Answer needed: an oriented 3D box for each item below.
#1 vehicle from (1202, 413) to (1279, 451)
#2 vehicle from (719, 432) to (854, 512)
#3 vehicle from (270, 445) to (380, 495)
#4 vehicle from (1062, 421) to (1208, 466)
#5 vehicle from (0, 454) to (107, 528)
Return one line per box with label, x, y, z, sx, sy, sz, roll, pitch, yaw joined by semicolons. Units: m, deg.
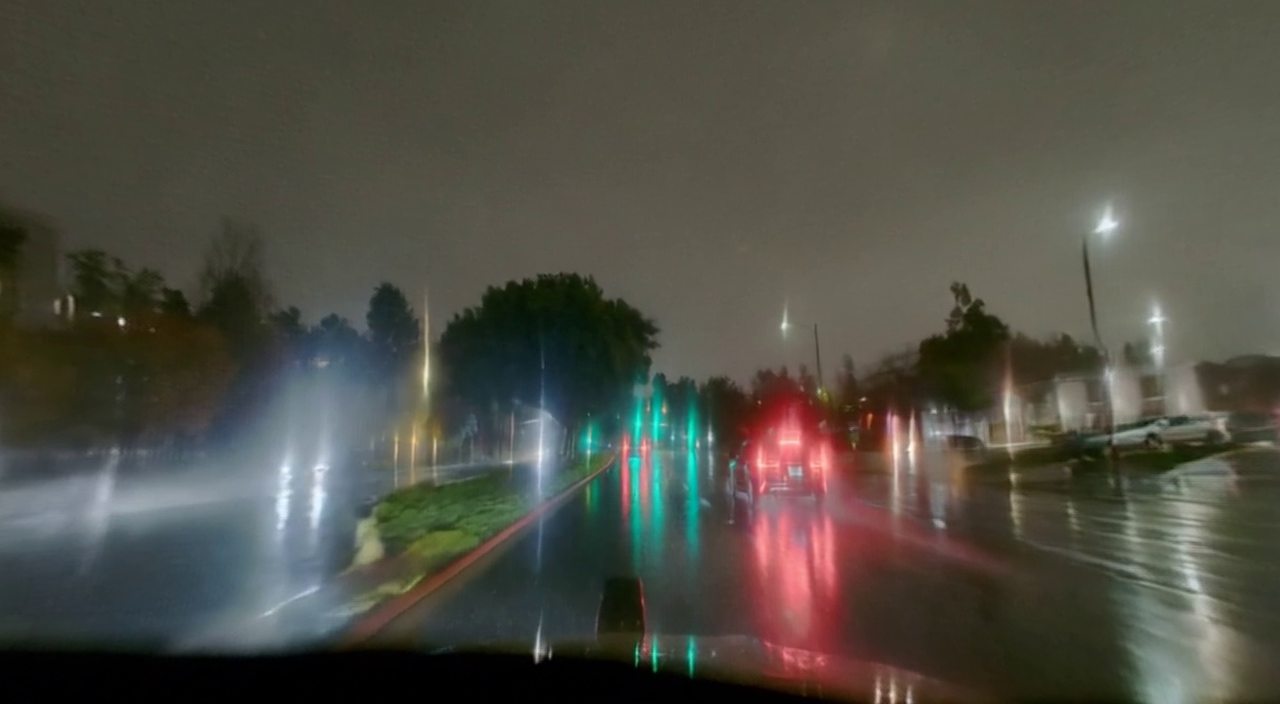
vehicle;32.413;4.146;32.645;4.597;1.886;2.143;0;-8;1
vehicle;3.321;2.825;15.408;1.995;1.616;4.729;0;-8;-2
vehicle;-12.487;4.653;25.447;2.063;1.812;4.502;0;-8;1
vehicle;20.054;3.741;25.722;4.376;1.735;1.854;0;-8;-1
vehicle;-16.469;3.476;15.888;2.032;1.728;4.633;0;-8;0
